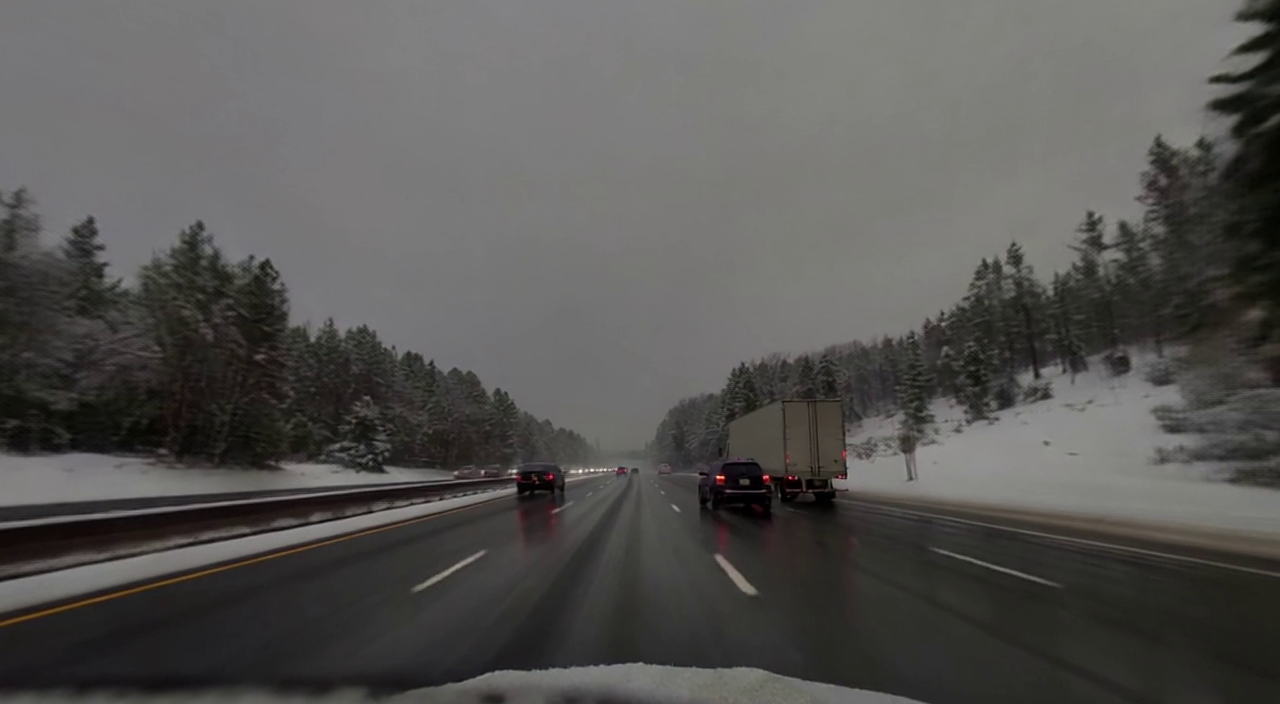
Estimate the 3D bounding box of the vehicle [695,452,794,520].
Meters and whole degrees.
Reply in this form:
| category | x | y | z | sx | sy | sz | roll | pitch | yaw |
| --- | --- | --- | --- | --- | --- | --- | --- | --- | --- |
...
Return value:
| category | x | y | z | sx | sy | sz | roll | pitch | yaw |
| --- | --- | --- | --- | --- | --- | --- | --- | --- | --- |
| vehicle | 2.887 | 3.860 | 18.438 | 2.050 | 1.708 | 4.457 | 1 | -10 | -1 |

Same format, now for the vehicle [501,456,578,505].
| category | x | y | z | sx | sy | sz | roll | pitch | yaw |
| --- | --- | --- | --- | --- | --- | --- | --- | --- | --- |
| vehicle | -3.546 | 4.641 | 22.912 | 2.025 | 1.547 | 4.150 | 1 | -10 | 1 |

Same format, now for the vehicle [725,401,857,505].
| category | x | y | z | sx | sy | sz | roll | pitch | yaw |
| --- | --- | --- | --- | --- | --- | --- | --- | --- | --- |
| vehicle | 7.241 | 5.575 | 33.877 | 2.883 | 4.151 | 17.144 | 1 | -10 | 0 |
